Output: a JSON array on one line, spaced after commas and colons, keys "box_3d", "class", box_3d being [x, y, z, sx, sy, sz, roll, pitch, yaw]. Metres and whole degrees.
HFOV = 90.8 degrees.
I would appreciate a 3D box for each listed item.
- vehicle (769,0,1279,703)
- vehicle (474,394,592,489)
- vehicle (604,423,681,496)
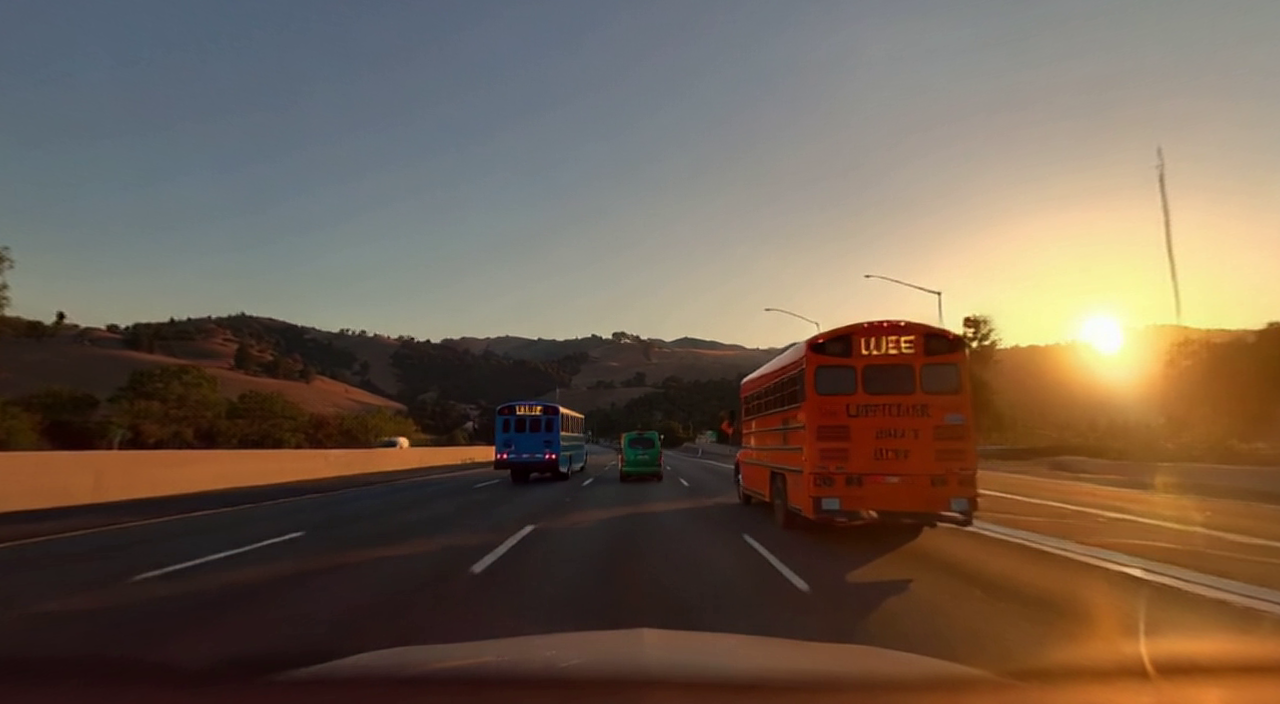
[{"box_3d": [4.089, 0.219, 5.544, 3.006, 4.101, 13.245, 0, -9, 0], "class": "vehicle"}, {"box_3d": [-3.730, 3.455, 24.253, 2.947, 3.009, 7.991, 0, -9, 1], "class": "vehicle"}, {"box_3d": [0.013, 3.184, 18.998, 2.037, 1.929, 4.343, 0, -9, -1], "class": "vehicle"}]
